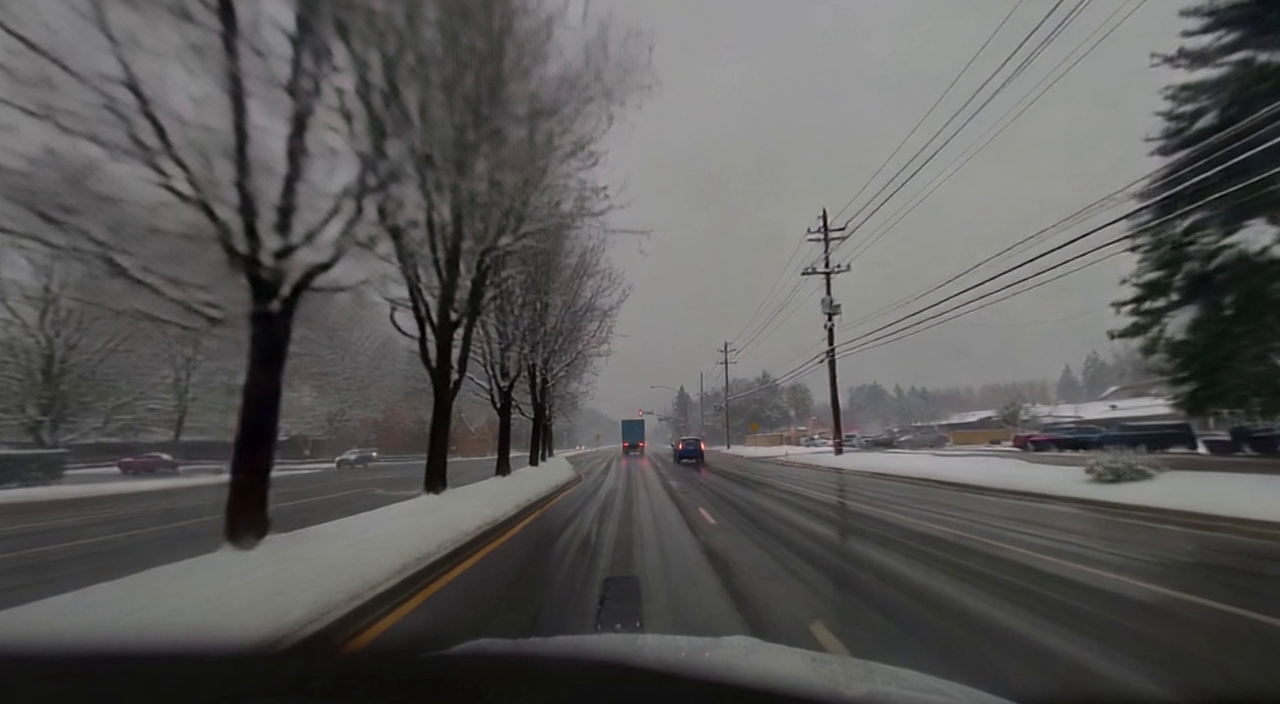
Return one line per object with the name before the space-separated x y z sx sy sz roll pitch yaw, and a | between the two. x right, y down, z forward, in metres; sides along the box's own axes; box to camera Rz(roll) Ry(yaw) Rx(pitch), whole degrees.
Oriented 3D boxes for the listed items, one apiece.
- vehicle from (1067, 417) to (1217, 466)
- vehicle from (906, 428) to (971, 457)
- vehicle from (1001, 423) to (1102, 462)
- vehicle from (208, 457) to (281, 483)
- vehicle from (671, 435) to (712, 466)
vehicle | 20.096 3.642 25.658 1.941 1.784 4.967 0 -8 -1
vehicle | 20.396 6.241 43.444 1.993 1.854 5.008 0 -8 -1
vehicle | 20.118 4.481 31.145 1.939 1.753 4.469 0 -8 0
vehicle | -26.253 7.823 42.108 1.883 1.482 4.779 0 -8 -2
vehicle | 3.111 6.079 39.152 2.086 1.803 4.607 0 -8 -1
